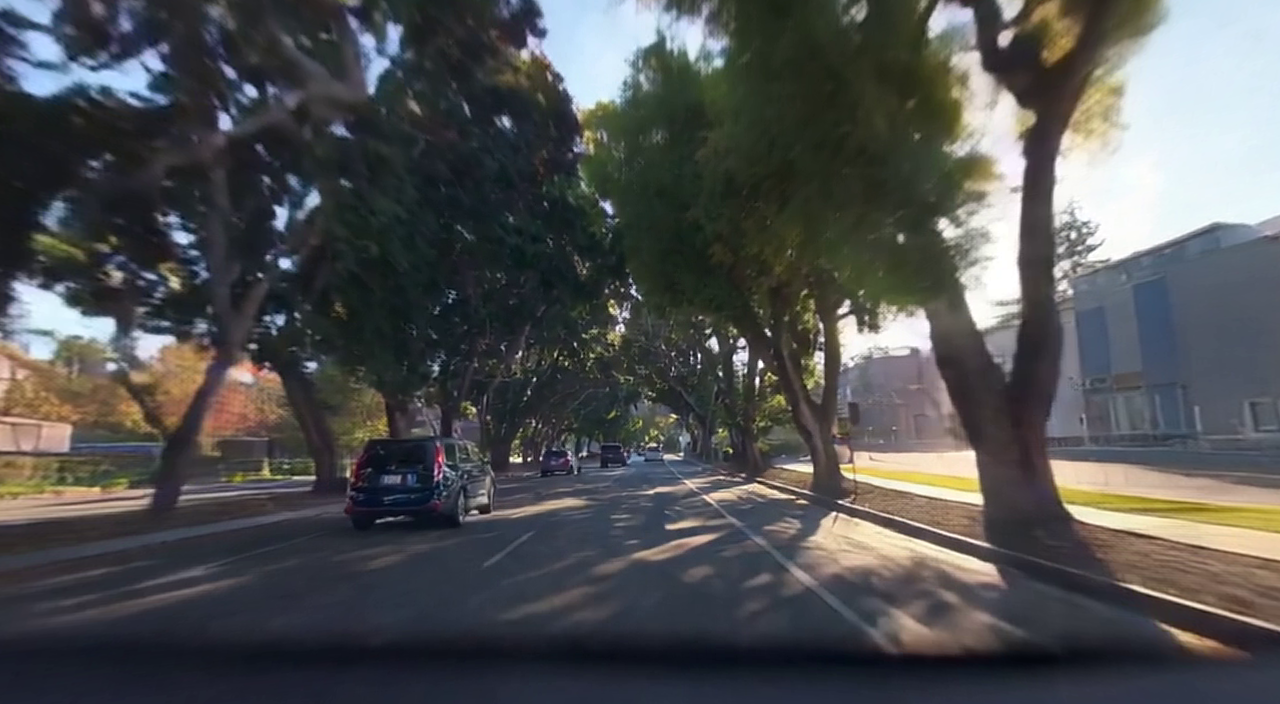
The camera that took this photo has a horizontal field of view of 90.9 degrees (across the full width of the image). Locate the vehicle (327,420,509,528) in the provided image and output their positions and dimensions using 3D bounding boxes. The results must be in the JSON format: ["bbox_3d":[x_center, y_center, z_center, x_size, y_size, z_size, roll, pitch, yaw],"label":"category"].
[{"bbox_3d":[-4.103,2.334,12.587,2.123,1.761,4.322,0,-9,-1],"label":"vehicle"}]

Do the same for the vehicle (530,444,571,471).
[{"bbox_3d":[-5.929,7.049,42.198,1.985,1.708,4.310,0,-9,2],"label":"vehicle"}]
